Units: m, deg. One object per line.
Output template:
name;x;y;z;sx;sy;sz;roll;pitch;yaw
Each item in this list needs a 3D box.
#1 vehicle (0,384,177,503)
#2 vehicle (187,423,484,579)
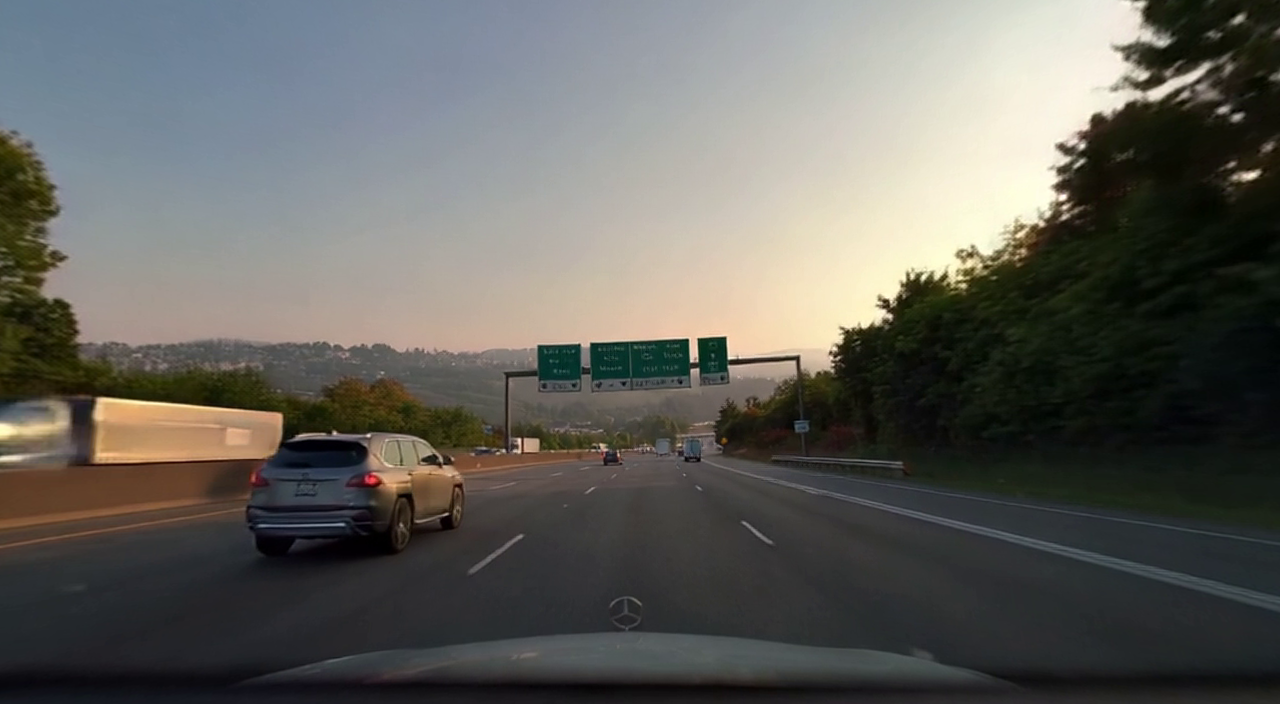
vehicle;-23.274;3.541;24.284;3.021;4.007;9.991;0;-9;2
vehicle;-3.745;1.893;8.804;2.016;1.623;4.126;0;-9;1
